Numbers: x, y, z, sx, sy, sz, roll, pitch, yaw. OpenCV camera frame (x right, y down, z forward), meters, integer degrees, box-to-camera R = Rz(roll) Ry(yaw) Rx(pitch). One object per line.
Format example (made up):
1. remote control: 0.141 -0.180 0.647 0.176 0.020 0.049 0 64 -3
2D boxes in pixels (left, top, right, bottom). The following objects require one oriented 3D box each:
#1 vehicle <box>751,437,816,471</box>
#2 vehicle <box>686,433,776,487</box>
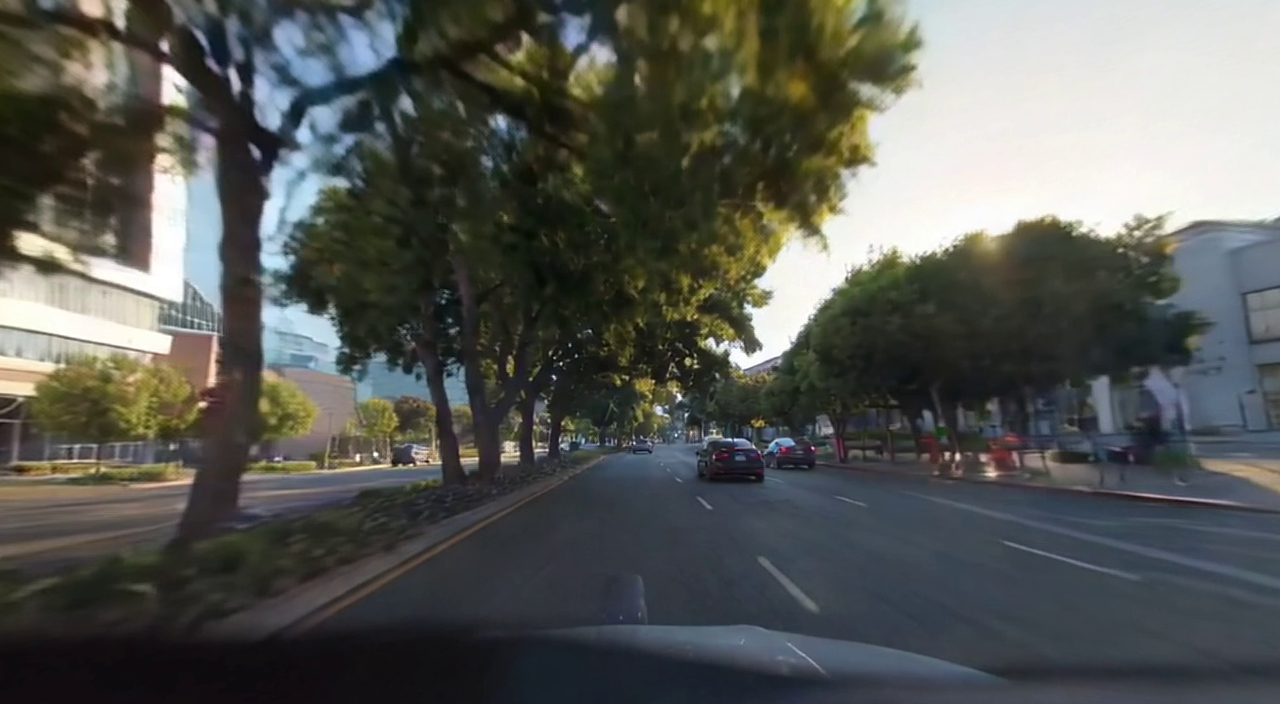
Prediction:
1. vehicle: 6.315 4.535 28.269 1.912 1.411 4.380 0 -8 0
2. vehicle: 2.723 3.363 20.040 2.131 1.491 4.496 0 -8 -1
